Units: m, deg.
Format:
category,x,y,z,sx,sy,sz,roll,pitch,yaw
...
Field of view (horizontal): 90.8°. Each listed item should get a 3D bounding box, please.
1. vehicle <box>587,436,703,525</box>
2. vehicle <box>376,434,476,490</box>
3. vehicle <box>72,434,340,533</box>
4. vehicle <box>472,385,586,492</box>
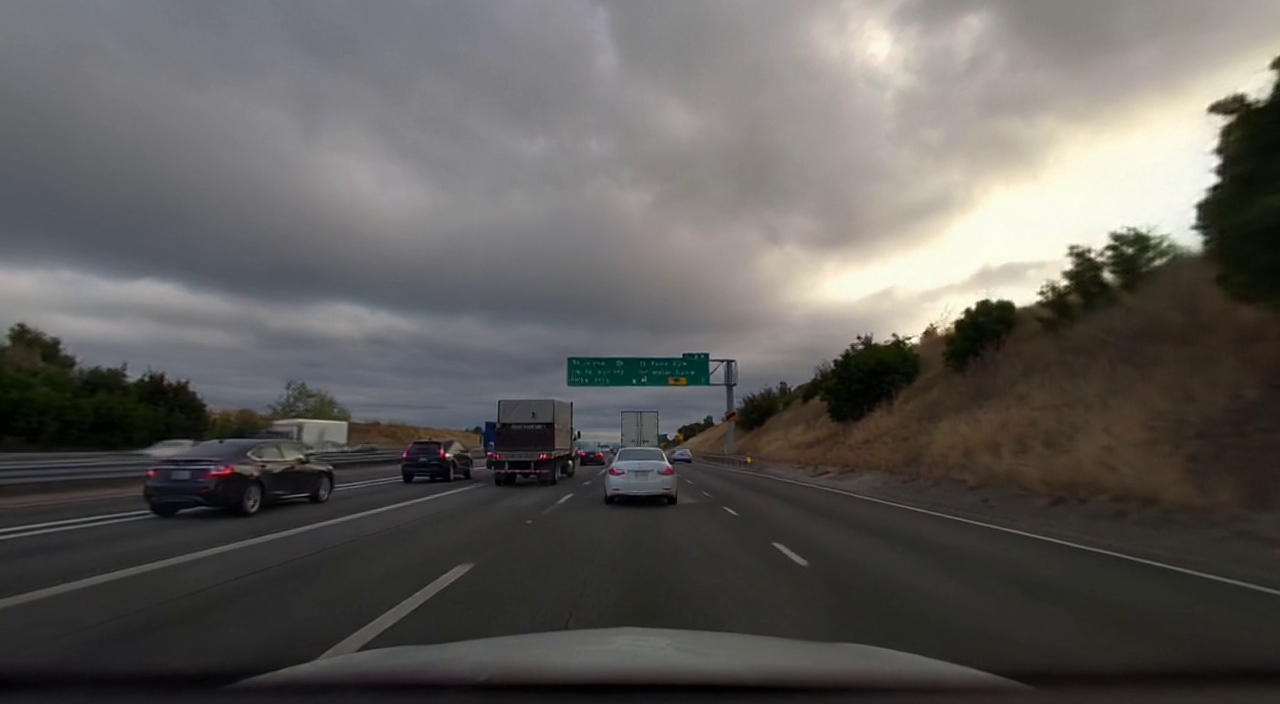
category,x,y,z,sx,sy,sz,roll,pitch,yaw
vehicle,0.052,2.471,12.563,1.995,1.495,3.380,0,-9,-1
vehicle,-7.432,3.865,22.455,1.952,1.746,4.332,-1,-9,1
vehicle,-7.948,2.434,12.291,1.879,1.521,4.623,-1,-9,1
vehicle,-3.811,3.290,23.601,2.812,3.342,7.248,-1,-9,1
